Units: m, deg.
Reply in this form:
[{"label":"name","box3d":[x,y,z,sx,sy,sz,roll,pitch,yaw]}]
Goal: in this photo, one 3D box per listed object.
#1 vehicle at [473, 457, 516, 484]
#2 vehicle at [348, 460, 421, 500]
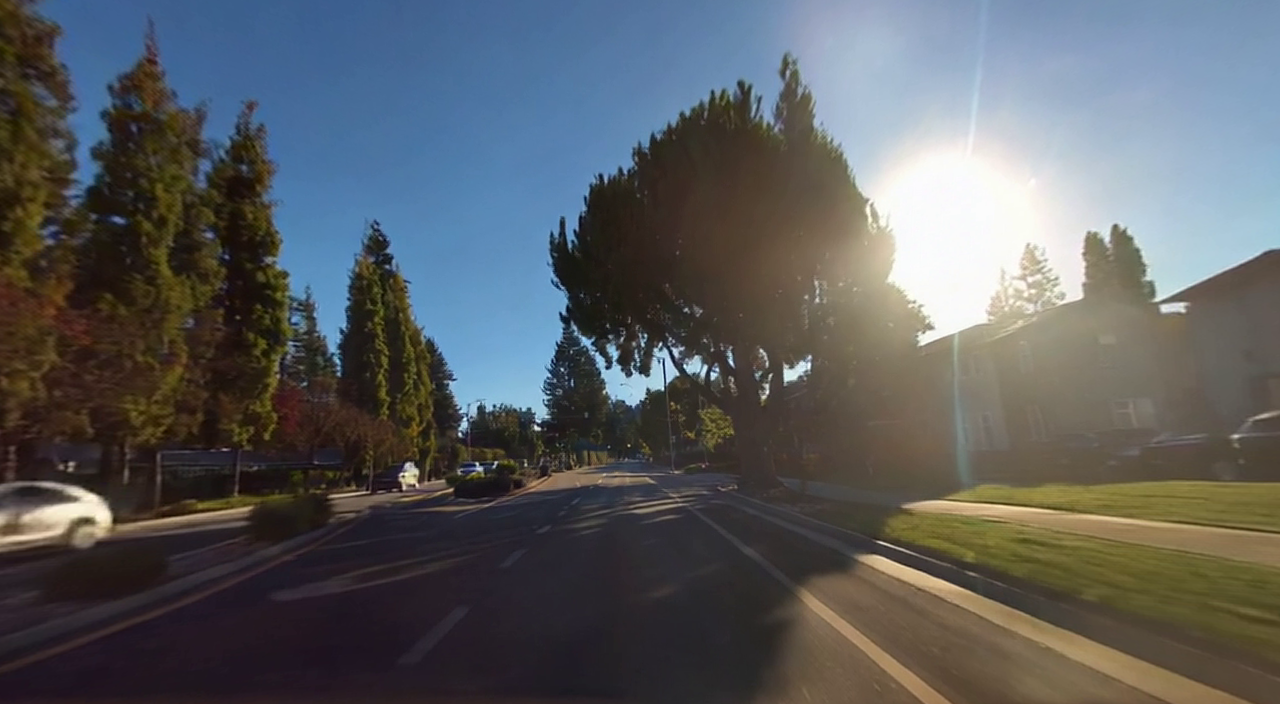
[{"label":"vehicle","box3d":[-10.033,8.152,43.658,1.984,1.646,4.529,0,-8,-1]},{"label":"vehicle","box3d":[-13.105,6.562,32.570,1.979,1.757,4.514,0,-8,-2]}]
